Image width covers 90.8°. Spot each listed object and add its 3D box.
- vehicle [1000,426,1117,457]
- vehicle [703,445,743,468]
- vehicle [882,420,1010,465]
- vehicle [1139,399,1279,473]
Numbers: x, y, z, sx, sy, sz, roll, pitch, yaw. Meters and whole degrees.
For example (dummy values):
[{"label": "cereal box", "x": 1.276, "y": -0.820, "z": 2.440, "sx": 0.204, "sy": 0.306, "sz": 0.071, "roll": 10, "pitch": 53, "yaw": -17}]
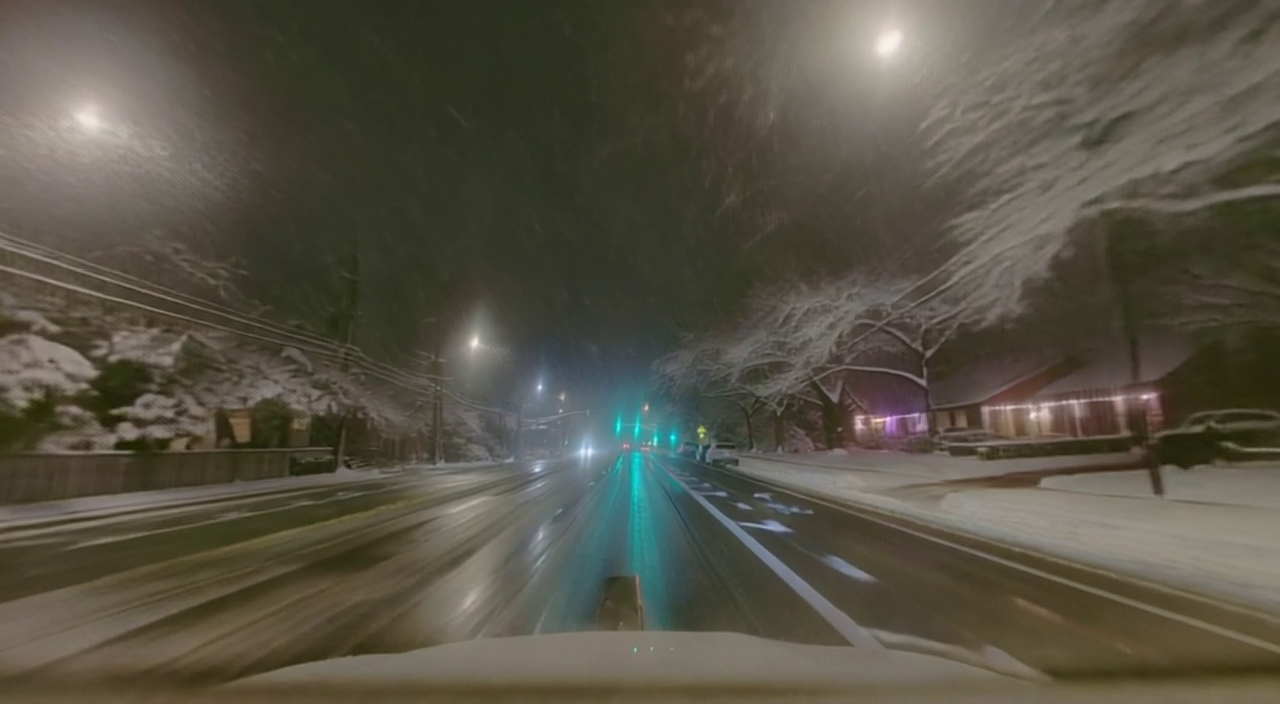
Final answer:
[{"label": "vehicle", "x": 21.016, "y": 4.522, "z": 31.844, "sx": 4.479, "sy": 1.474, "sz": 1.907, "roll": 0, "pitch": -8, "yaw": -1}, {"label": "vehicle", "x": 5.259, "y": 6.706, "z": 40.769, "sx": 1.984, "sy": 1.418, "sz": 4.709, "roll": 0, "pitch": -9, "yaw": 1}, {"label": "vehicle", "x": 15.193, "y": 4.557, "z": 31.603, "sx": 5.136, "sy": 1.795, "sz": 2.244, "roll": -4, "pitch": -9, "yaw": -3}, {"label": "vehicle", "x": 15.137, "y": 2.122, "z": 15.604, "sx": 1.908, "sy": 1.610, "sz": 4.582, "roll": 0, "pitch": -9, "yaw": 2}]
